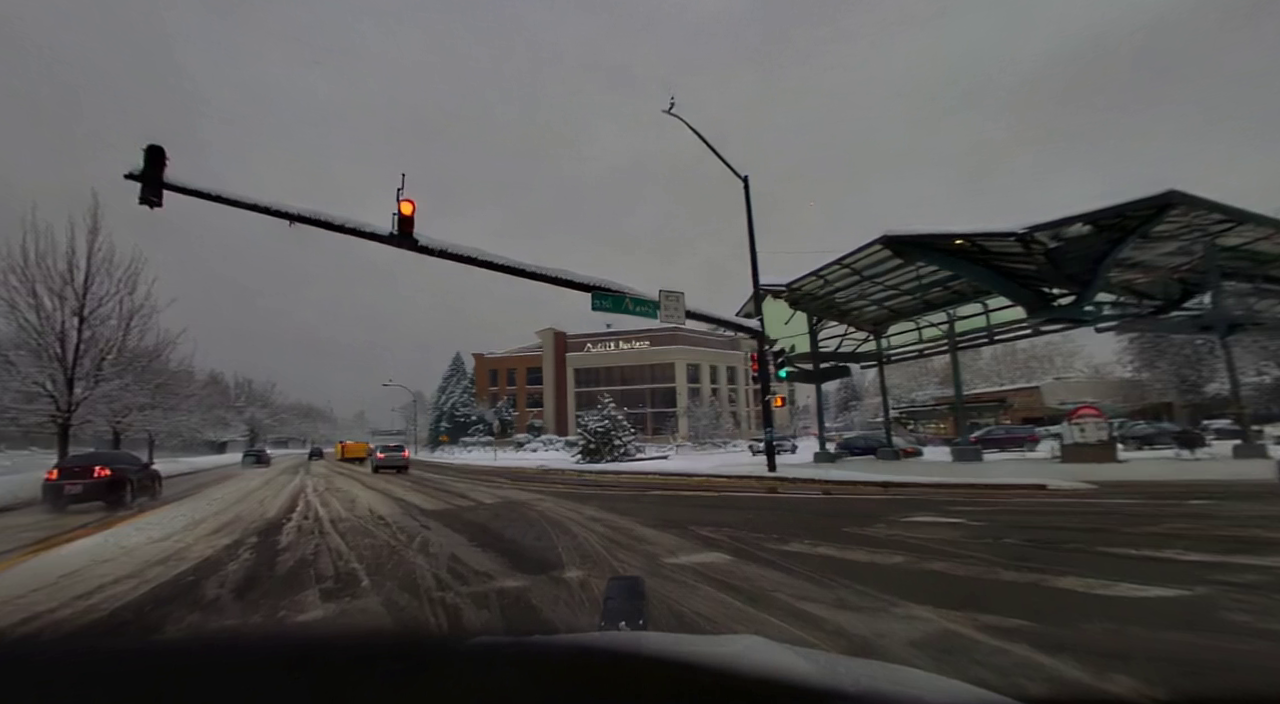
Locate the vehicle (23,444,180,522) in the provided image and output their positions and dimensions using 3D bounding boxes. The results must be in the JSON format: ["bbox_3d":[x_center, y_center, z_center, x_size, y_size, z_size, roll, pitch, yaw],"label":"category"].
[{"bbox_3d":[-14.386,3.415,17.222,2.097,1.782,4.682,4,-9,-27],"label":"vehicle"}]

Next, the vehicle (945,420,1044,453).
[{"bbox_3d":[21.557,5.206,38.570,1.860,1.629,4.805,-1,-8,-32],"label":"vehicle"}]

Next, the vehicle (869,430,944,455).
[{"bbox_3d":[18.366,6.285,43.698,1.796,1.445,4.535,-1,-7,-29],"label":"vehicle"}]

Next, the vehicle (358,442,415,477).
[{"bbox_3d":[-14.178,5.926,35.120,2.345,1.803,4.261,4,-9,-28],"label":"vehicle"}]
